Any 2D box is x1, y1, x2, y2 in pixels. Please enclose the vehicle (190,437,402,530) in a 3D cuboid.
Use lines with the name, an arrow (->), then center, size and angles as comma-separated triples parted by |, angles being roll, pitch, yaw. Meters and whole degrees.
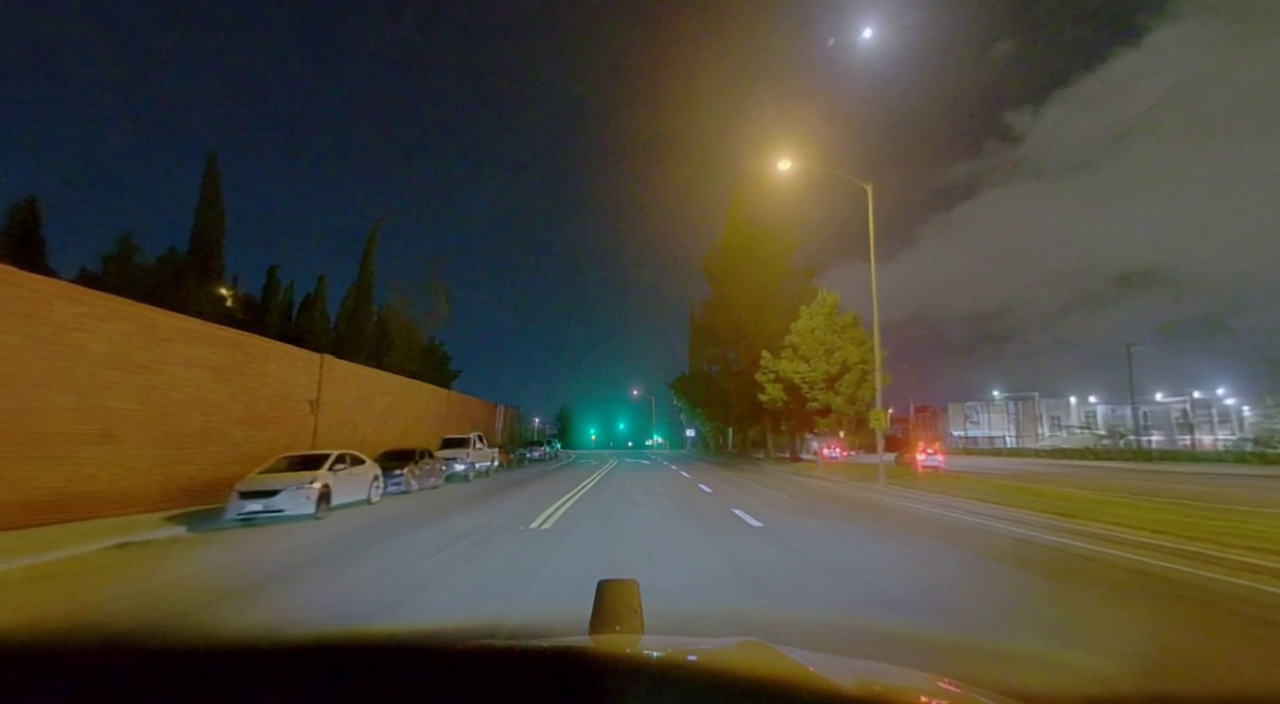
vehicle -> -6.721, 2.557, 13.023 | 1.989, 1.485, 4.218 | 2, -7, 0

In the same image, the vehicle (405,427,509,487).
vehicle -> -6.552, 3.835, 23.417 | 2.150, 1.854, 5.551 | 2, -8, 0
